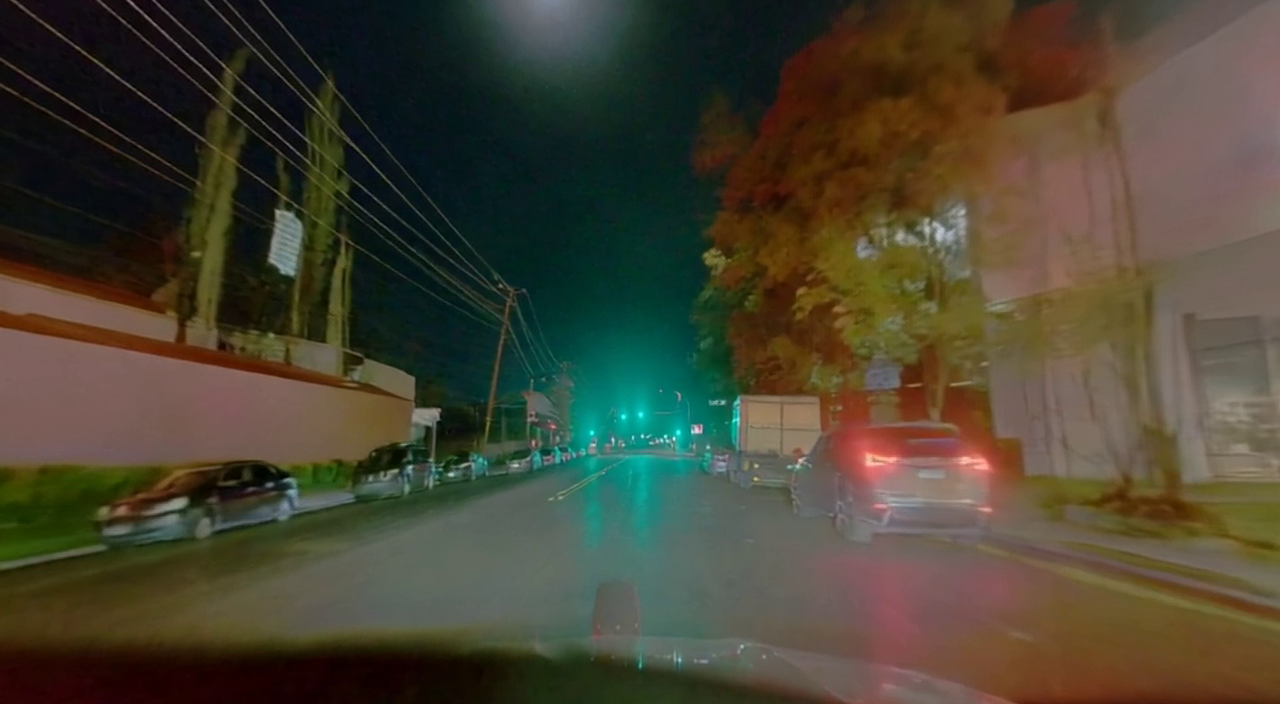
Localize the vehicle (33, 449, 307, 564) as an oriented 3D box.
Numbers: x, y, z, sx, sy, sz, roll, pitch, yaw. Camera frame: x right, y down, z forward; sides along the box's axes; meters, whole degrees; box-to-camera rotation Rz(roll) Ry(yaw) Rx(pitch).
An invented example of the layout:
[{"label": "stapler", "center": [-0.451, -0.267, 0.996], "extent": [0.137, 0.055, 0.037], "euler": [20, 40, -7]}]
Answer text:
[{"label": "vehicle", "center": [-7.830, 2.524, 11.135], "extent": [1.704, 1.464, 4.089], "euler": [-3, -8, 0]}]

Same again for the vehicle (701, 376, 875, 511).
[{"label": "vehicle", "center": [4.034, 2.735, 19.783], "extent": [3.011, 3.127, 8.608], "euler": [-3, -7, -2]}]

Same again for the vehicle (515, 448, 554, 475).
[{"label": "vehicle", "center": [-7.131, 7.411, 42.864], "extent": [1.787, 1.543, 4.052], "euler": [-4, -7, 2]}]

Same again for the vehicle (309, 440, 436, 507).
[{"label": "vehicle", "center": [-7.686, 3.498, 18.662], "extent": [1.882, 1.639, 4.187], "euler": [-3, -8, 1]}]

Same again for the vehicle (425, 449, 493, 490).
[{"label": "vehicle", "center": [-7.556, 4.902, 26.640], "extent": [1.678, 1.468, 3.706], "euler": [-4, -8, 1]}]

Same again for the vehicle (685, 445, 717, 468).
[{"label": "vehicle", "center": [4.377, 7.534, 45.857], "extent": [1.990, 1.521, 4.693], "euler": [-1, -8, 2]}]

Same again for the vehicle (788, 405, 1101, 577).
[{"label": "vehicle", "center": [3.778, 1.817, 9.165], "extent": [2.097, 1.784, 4.915], "euler": [0, -8, 0]}]
